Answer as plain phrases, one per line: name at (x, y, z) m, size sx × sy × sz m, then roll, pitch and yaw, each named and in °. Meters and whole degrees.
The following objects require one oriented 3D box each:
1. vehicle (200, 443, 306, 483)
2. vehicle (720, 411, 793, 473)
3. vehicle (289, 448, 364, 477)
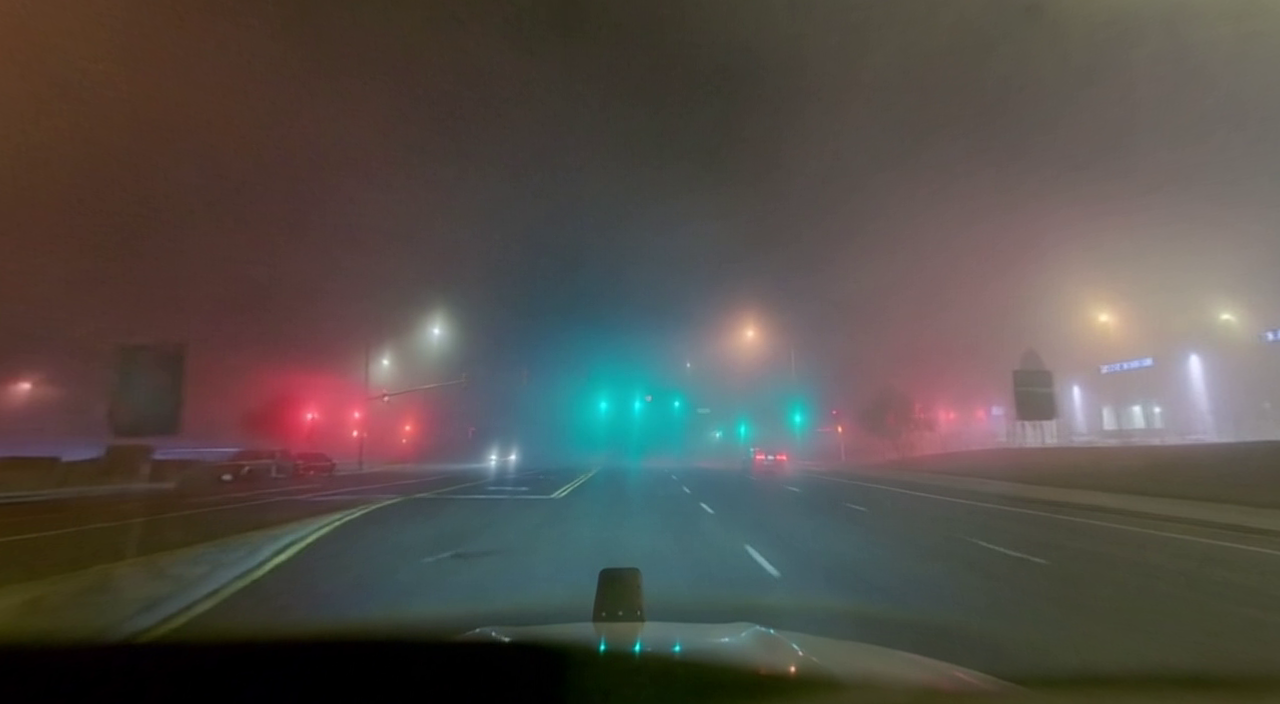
vehicle at (-18.320, 5.262, 30.107) m, size 2.097 × 1.733 × 4.527 m, roll 0°, pitch -8°, yaw 2°
vehicle at (6.640, 5.305, 37.073) m, size 2.802 × 3.208 × 7.459 m, roll 1°, pitch -8°, yaw 0°
vehicle at (-18.206, 6.404, 36.882) m, size 1.901 × 1.513 × 4.795 m, roll 0°, pitch -8°, yaw 1°
